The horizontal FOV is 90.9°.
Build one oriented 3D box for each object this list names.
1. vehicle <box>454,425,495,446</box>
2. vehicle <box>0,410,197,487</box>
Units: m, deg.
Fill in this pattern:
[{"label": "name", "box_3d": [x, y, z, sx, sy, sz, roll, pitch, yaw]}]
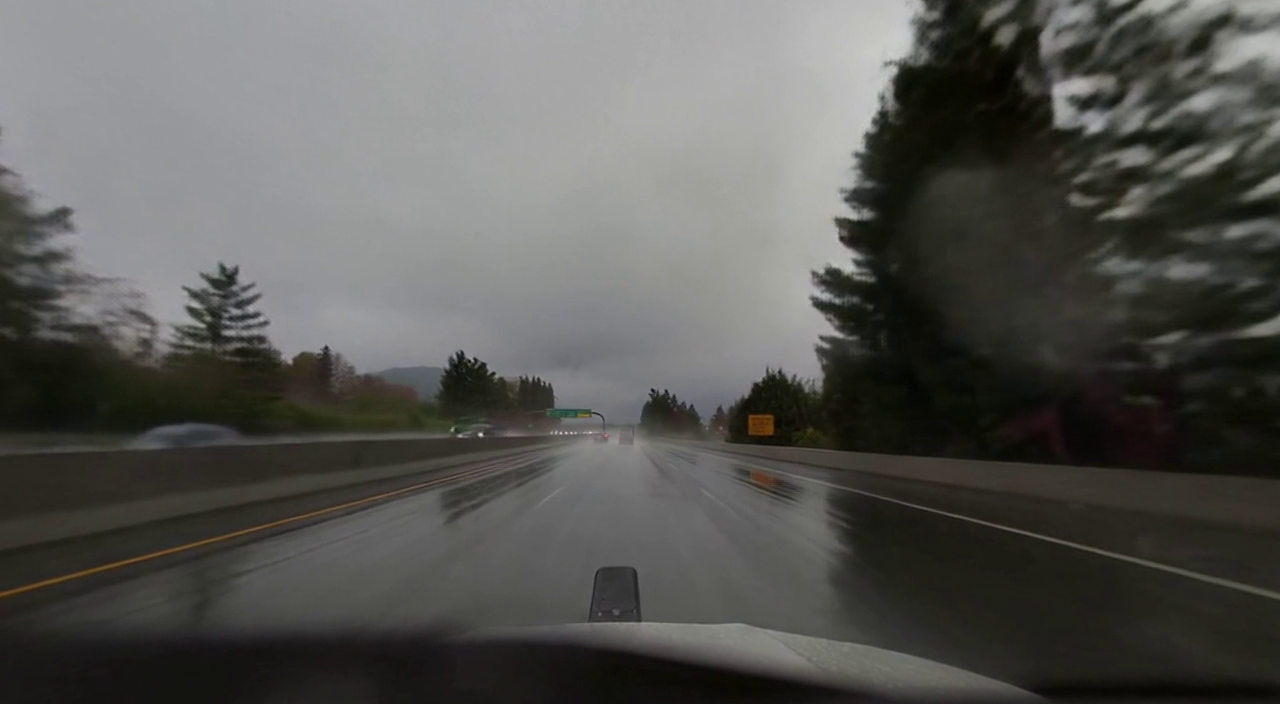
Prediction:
[{"label": "vehicle", "box_3d": [-12.710, 6.482, 48.670, 1.906, 1.530, 4.488, 0, -8, 0]}, {"label": "vehicle", "box_3d": [-12.271, 2.102, 13.942, 1.885, 1.420, 4.239, 0, -8, -1]}]
